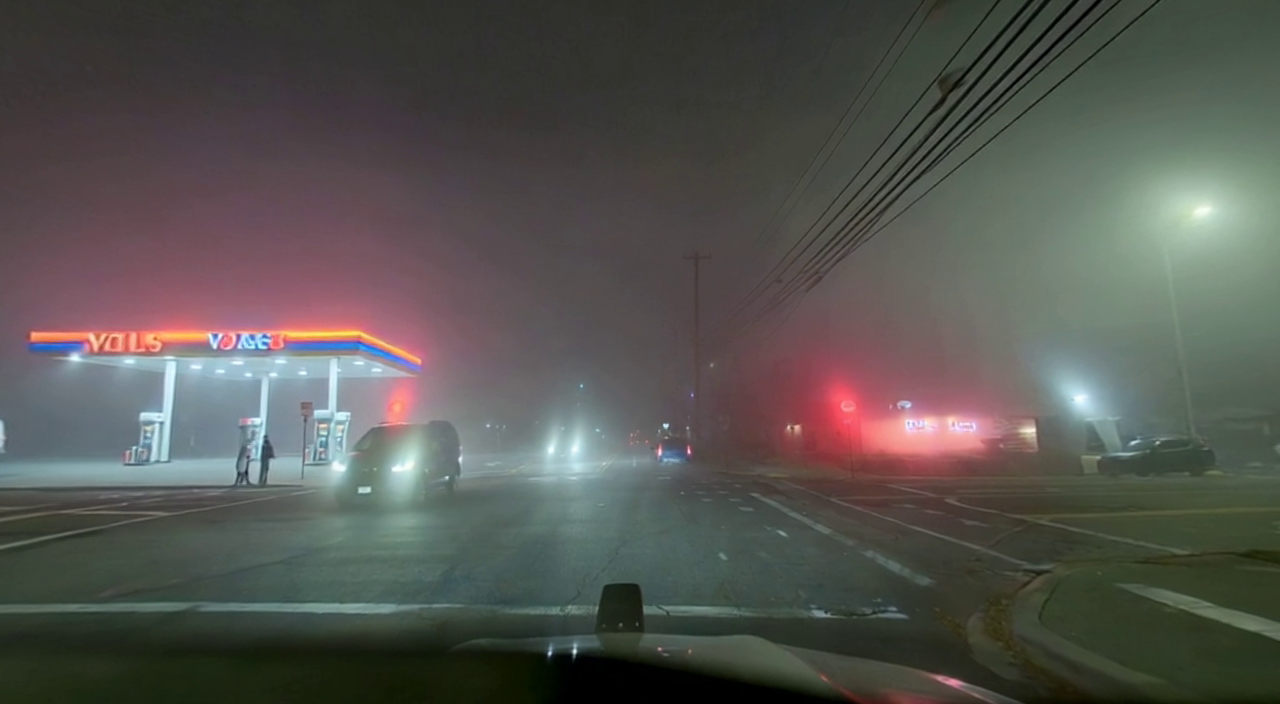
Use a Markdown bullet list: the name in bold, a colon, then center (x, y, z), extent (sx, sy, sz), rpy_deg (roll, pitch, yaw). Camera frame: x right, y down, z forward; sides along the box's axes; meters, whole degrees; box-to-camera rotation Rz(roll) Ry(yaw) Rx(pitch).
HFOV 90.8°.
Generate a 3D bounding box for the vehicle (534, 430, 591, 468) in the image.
- **vehicle**: center (-3.939, 5.049, 32.999), extent (2.274, 1.844, 4.843), rpy_deg (0, -8, 1)

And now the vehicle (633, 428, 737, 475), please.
- **vehicle**: center (1.667, 3.923, 24.967), extent (2.000, 1.663, 4.271), rpy_deg (5, -10, -31)

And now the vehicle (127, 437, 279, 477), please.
- **vehicle**: center (-17.510, 4.180, 25.371), extent (5.116, 1.487, 1.928), rpy_deg (-2, -9, 12)

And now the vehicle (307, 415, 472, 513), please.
- **vehicle**: center (-5.668, 2.609, 15.144), extent (2.222, 1.931, 4.882), rpy_deg (1, -9, -4)
